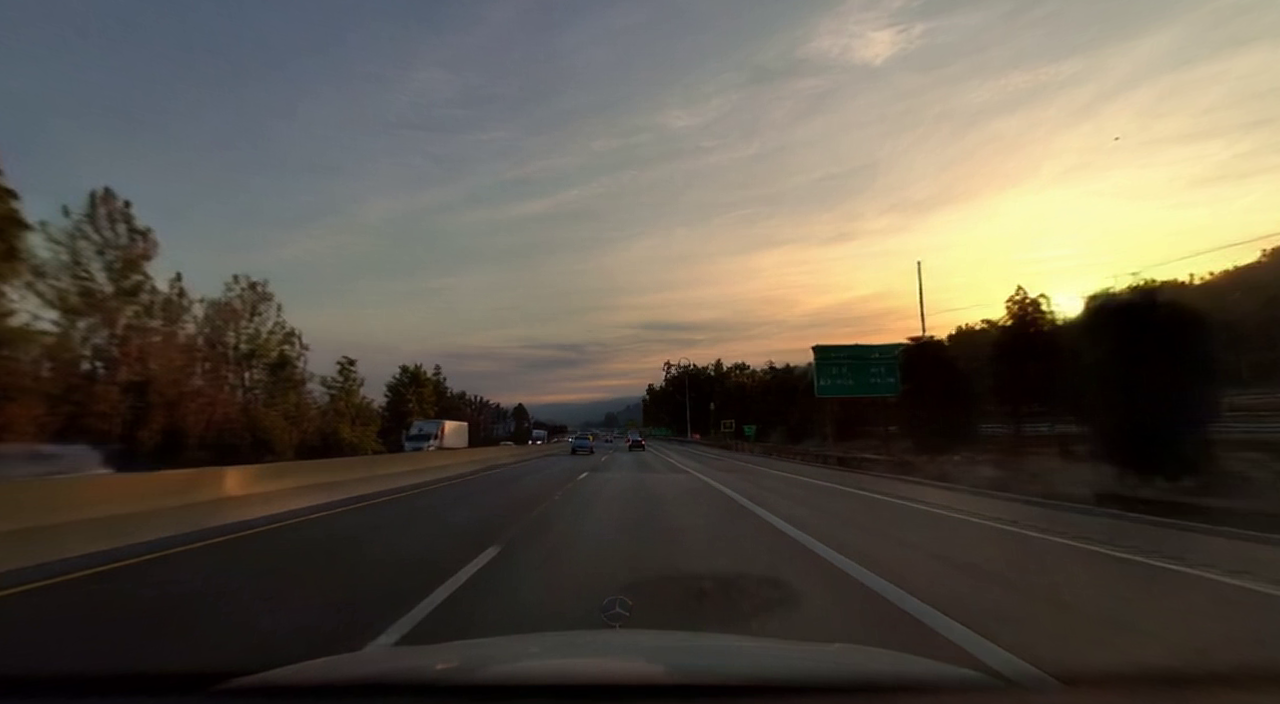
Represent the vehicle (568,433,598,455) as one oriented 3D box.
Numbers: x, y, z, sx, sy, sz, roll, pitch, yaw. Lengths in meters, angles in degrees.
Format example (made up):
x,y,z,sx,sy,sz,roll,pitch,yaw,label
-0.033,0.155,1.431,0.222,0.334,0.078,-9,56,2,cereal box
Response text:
x,y,z,sx,sy,sz,roll,pitch,yaw,label
-4.506,7.286,49.990,2.003,1.626,4.256,0,-8,0,vehicle
